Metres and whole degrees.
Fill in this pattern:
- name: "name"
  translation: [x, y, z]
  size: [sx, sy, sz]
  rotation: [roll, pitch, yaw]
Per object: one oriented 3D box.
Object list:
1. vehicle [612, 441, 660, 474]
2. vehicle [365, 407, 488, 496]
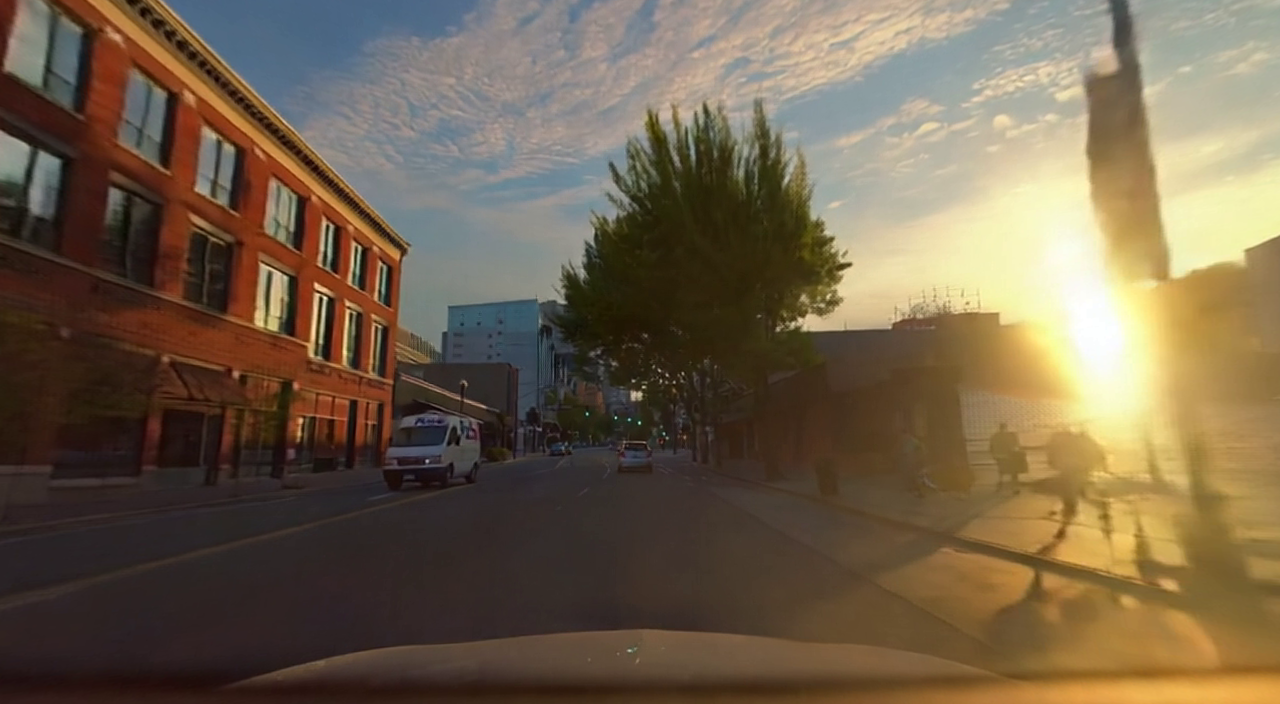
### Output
- name: "vehicle"
  translation: [-0.266, 5.527, 33.349]
  size: [2.356, 1.572, 4.810]
  rotation: [0, -8, -2]
- name: "vehicle"
  translation: [-7.059, 3.376, 21.773]
  size: [2.418, 2.620, 5.522]
  rotation: [-1, -8, -1]
